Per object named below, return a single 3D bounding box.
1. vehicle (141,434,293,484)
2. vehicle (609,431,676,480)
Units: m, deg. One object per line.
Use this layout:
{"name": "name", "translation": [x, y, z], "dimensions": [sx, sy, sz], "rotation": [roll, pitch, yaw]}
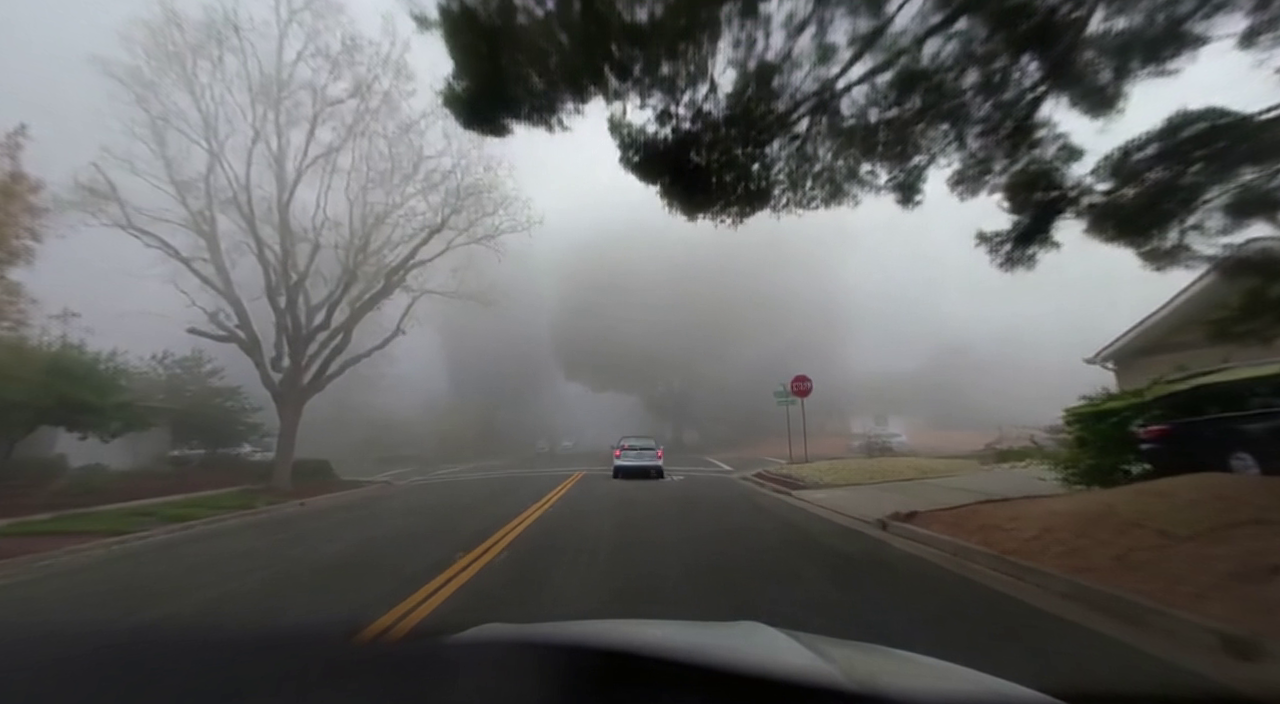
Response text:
{"name": "vehicle", "translation": [-20.835, 5.299, 31.232], "dimensions": [5.796, 1.946, 2.391], "rotation": [-4, -10, -3]}
{"name": "vehicle", "translation": [0.004, 3.474, 21.312], "dimensions": [2.043, 1.484, 4.340], "rotation": [0, -8, -2]}
